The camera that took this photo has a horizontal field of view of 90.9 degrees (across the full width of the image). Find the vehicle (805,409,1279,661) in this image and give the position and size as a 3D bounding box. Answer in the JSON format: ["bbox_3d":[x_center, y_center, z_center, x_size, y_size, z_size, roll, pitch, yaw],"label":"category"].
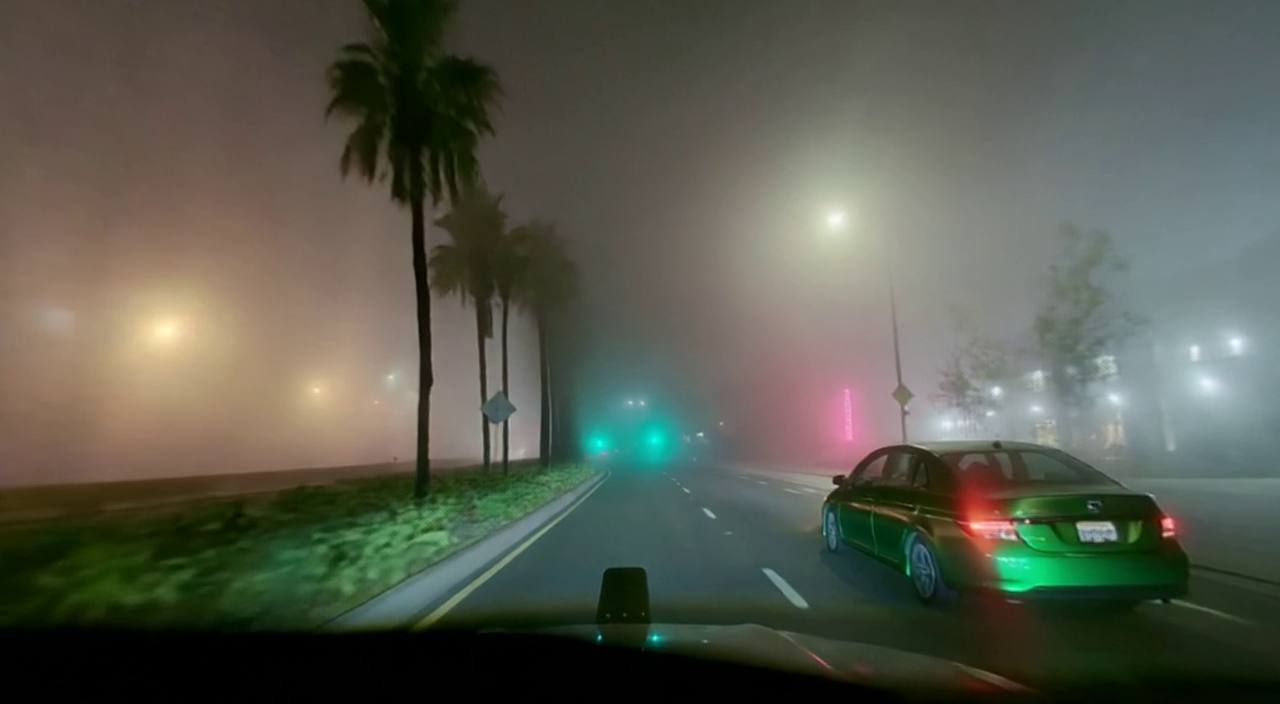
[{"bbox_3d":[3.172,1.462,6.163,1.867,1.554,4.301,0,-8,-1],"label":"vehicle"}]
